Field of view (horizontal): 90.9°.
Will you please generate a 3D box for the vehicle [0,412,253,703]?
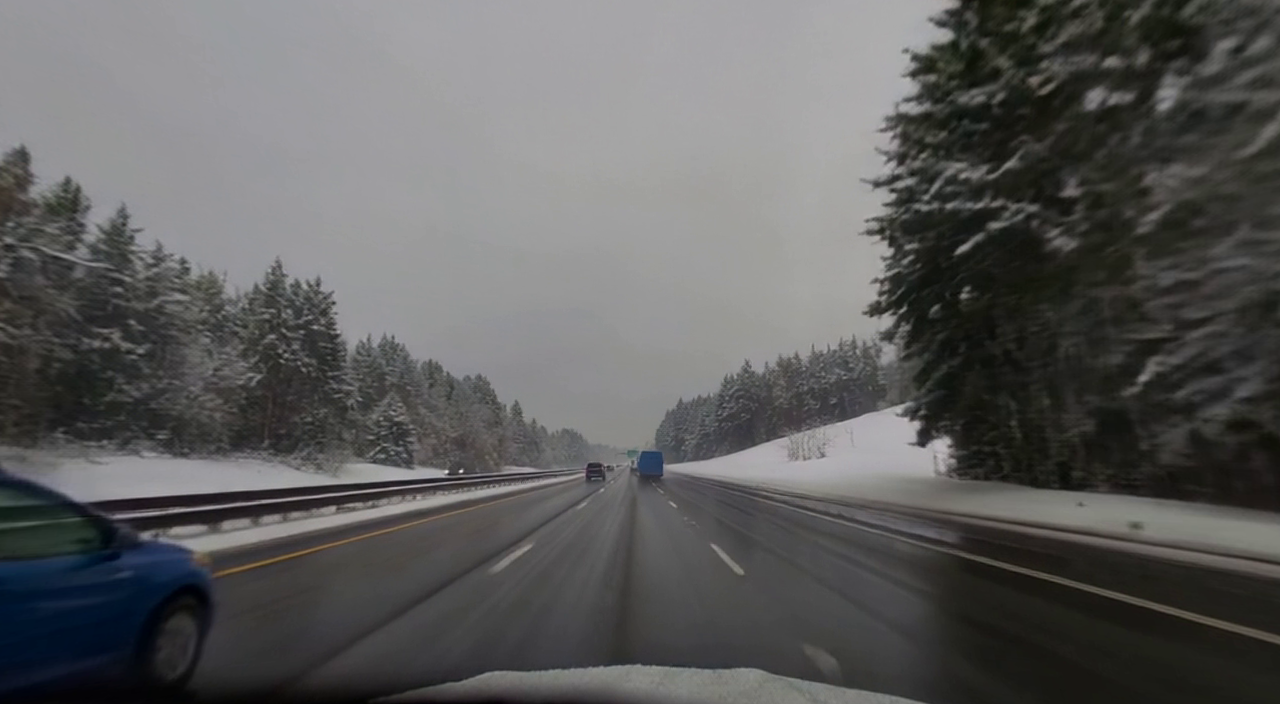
[{"bbox_3d":[-3.416,0.829,1.603,2.038,1.490,4.391,1,-11,0],"label":"vehicle"}]
